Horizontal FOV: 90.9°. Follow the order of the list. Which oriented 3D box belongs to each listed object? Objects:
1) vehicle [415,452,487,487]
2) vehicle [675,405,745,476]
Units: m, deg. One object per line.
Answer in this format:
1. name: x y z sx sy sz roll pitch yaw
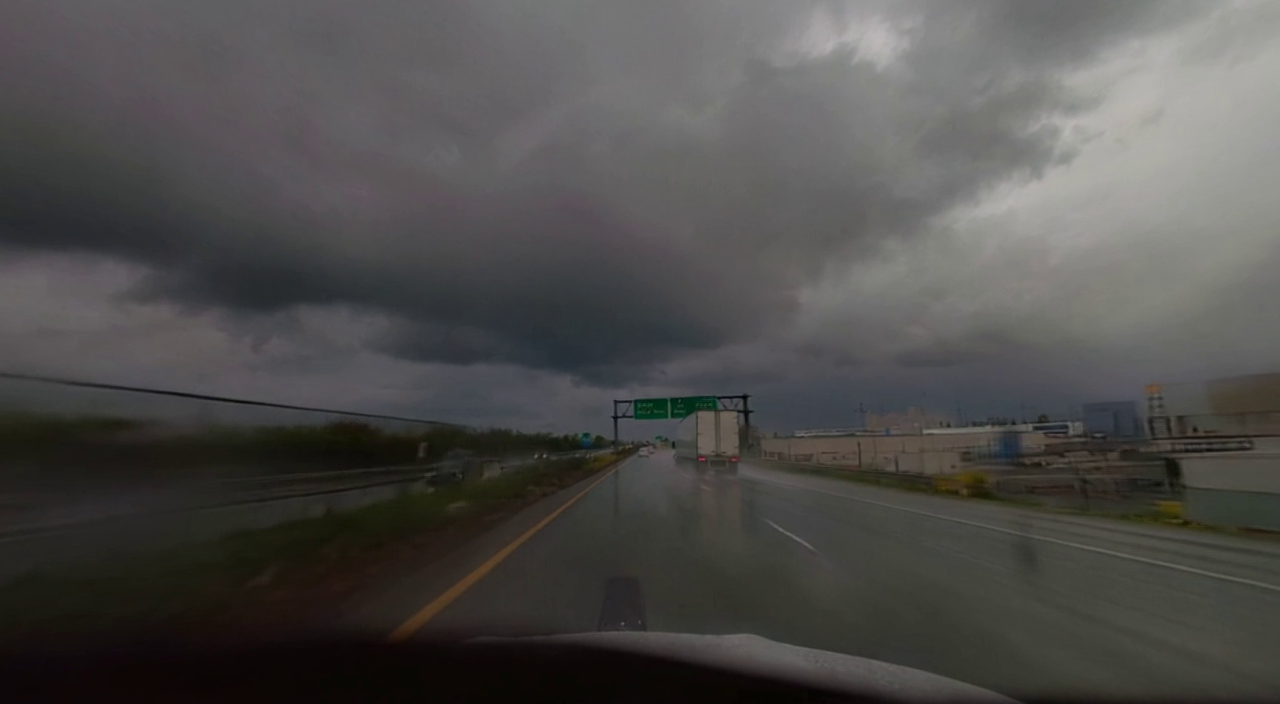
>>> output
1. vehicle: -8.801 5.477 29.746 1.941 1.495 4.607 0 -9 0
2. vehicle: 4.399 6.096 43.150 3.038 4.047 13.741 0 -9 -1
